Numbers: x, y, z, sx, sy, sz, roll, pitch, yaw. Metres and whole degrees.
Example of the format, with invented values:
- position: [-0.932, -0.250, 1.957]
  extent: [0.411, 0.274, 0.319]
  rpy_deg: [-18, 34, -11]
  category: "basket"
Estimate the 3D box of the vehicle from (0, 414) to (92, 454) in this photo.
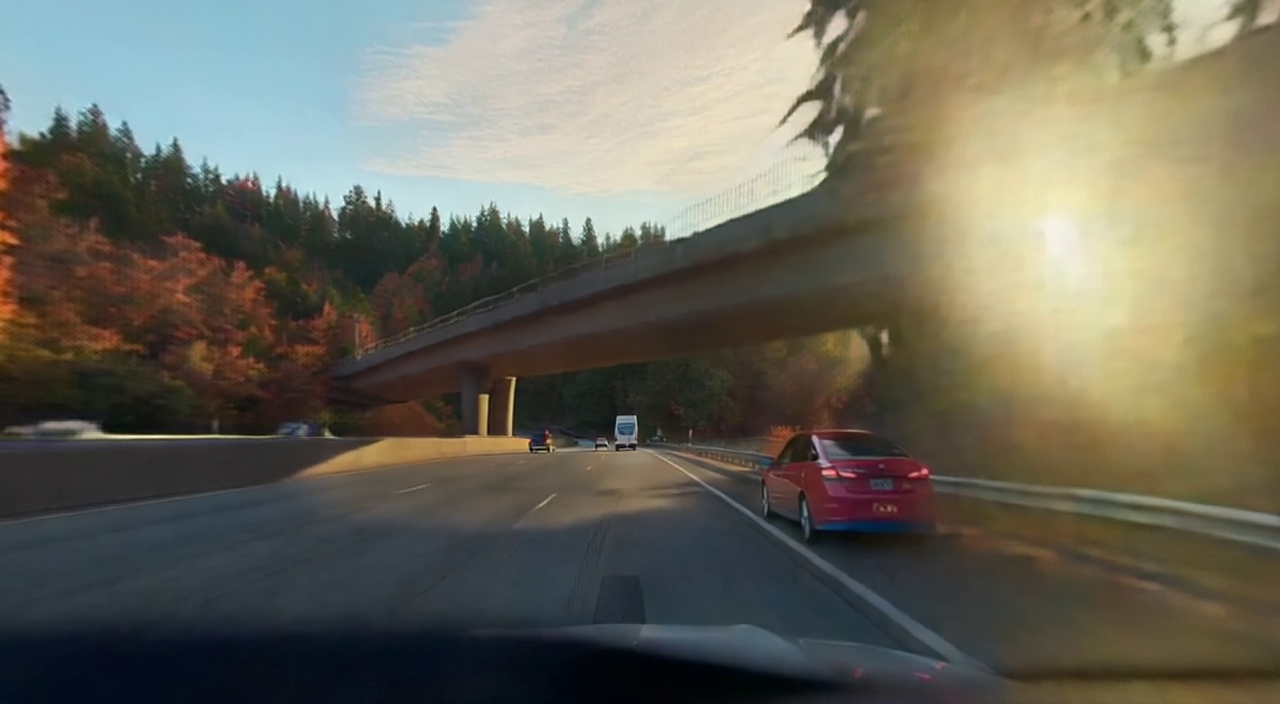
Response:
- position: [-24.689, 3.281, 25.130]
  extent: [1.905, 1.494, 4.019]
  rpy_deg: [0, -8, -1]
  category: "vehicle"

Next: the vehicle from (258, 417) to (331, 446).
- position: [-21.076, 4.887, 38.564]
  extent: [2.071, 1.706, 4.159]
  rpy_deg: [0, -8, 0]
  category: "vehicle"
